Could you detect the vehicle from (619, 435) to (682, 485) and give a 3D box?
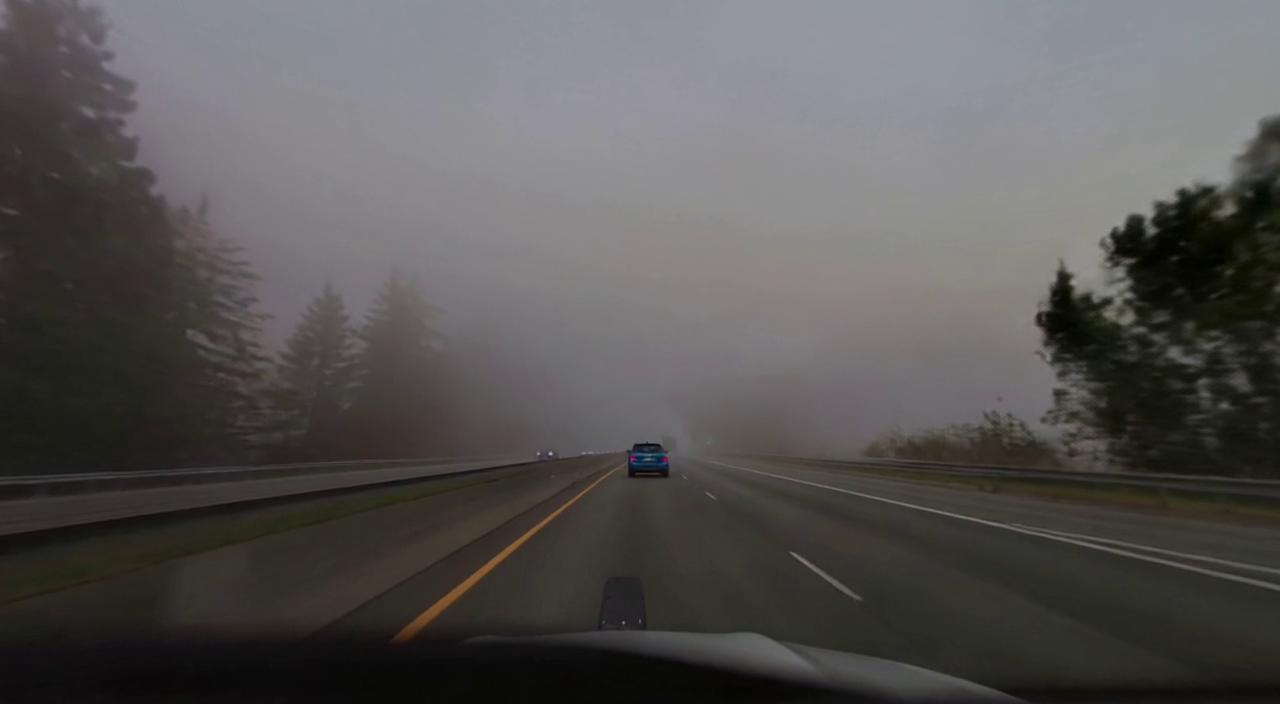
[{"bbox_3d":[0.379,4.141,24.395,2.190,1.706,4.062,-1,-9,0],"label":"vehicle"}]
